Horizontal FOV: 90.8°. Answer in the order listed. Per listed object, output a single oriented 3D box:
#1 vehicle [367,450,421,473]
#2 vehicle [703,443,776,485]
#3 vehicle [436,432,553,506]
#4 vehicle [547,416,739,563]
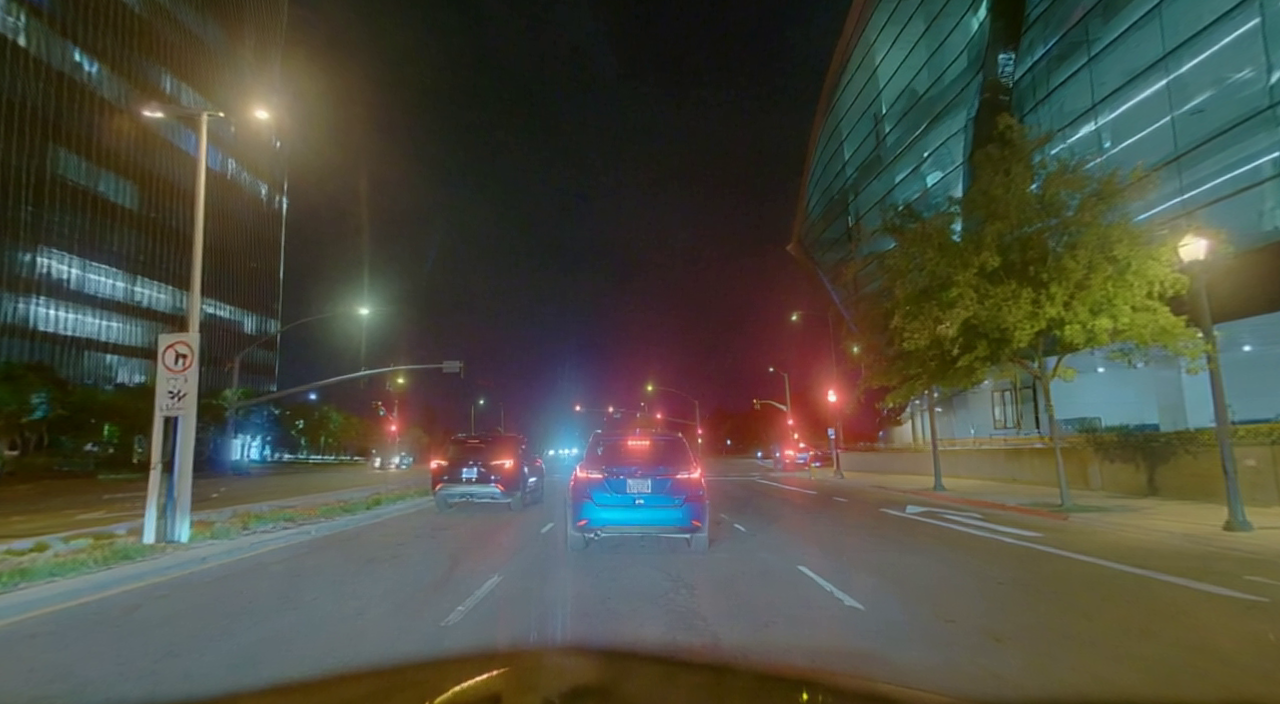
[{"bbox_3d":[-16.630,7.383,42.965,1.826,1.422,4.490,0,-8,0],"label":"vehicle"},{"bbox_3d":[3.725,4.259,24.457,2.082,1.445,4.426,0,-8,0],"label":"vehicle"},{"bbox_3d":[-3.614,2.977,16.553,2.068,1.678,4.199,0,-8,0],"label":"vehicle"},{"bbox_3d":[0.018,1.887,9.404,2.207,1.659,4.155,0,-8,0],"label":"vehicle"}]
